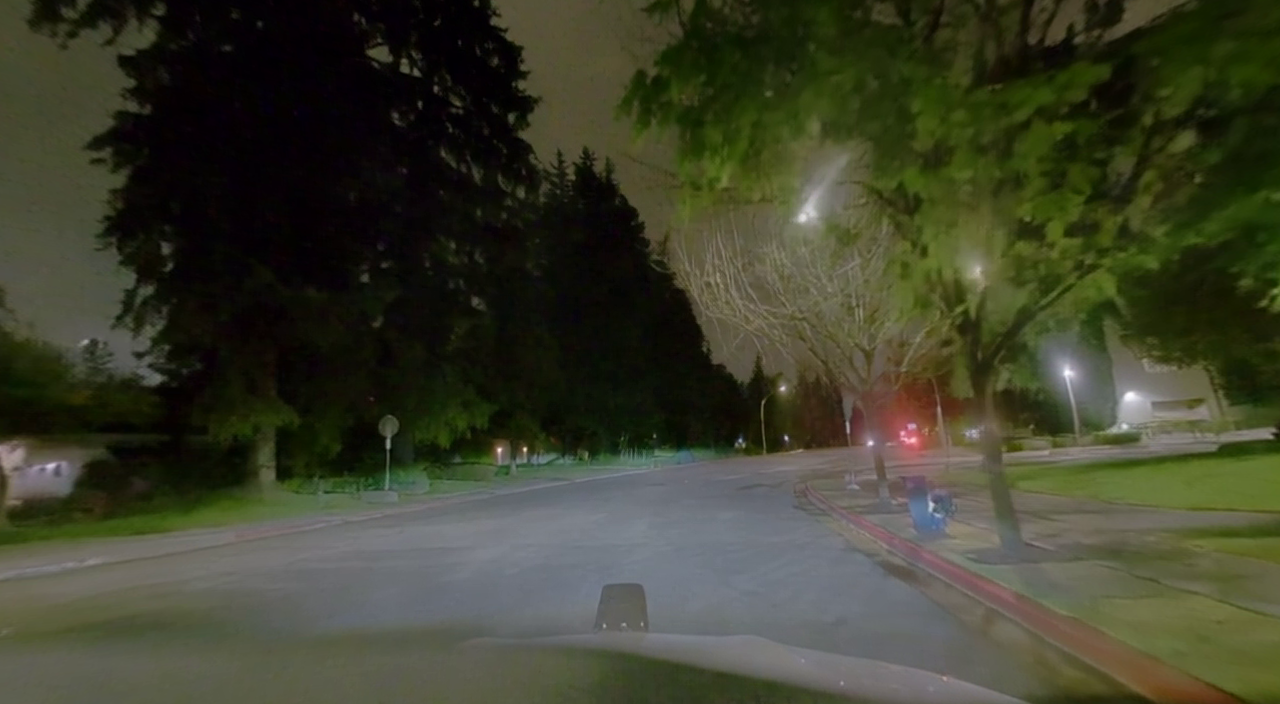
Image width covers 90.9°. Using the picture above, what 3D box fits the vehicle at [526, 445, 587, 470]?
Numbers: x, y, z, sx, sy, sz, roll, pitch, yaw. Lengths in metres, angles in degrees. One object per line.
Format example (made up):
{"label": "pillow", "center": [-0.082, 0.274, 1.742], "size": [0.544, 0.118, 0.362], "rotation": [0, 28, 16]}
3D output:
{"label": "vehicle", "center": [-5.967, 7.552, 45.299], "size": [4.252, 1.681, 1.854], "rotation": [1, -8, -6]}
